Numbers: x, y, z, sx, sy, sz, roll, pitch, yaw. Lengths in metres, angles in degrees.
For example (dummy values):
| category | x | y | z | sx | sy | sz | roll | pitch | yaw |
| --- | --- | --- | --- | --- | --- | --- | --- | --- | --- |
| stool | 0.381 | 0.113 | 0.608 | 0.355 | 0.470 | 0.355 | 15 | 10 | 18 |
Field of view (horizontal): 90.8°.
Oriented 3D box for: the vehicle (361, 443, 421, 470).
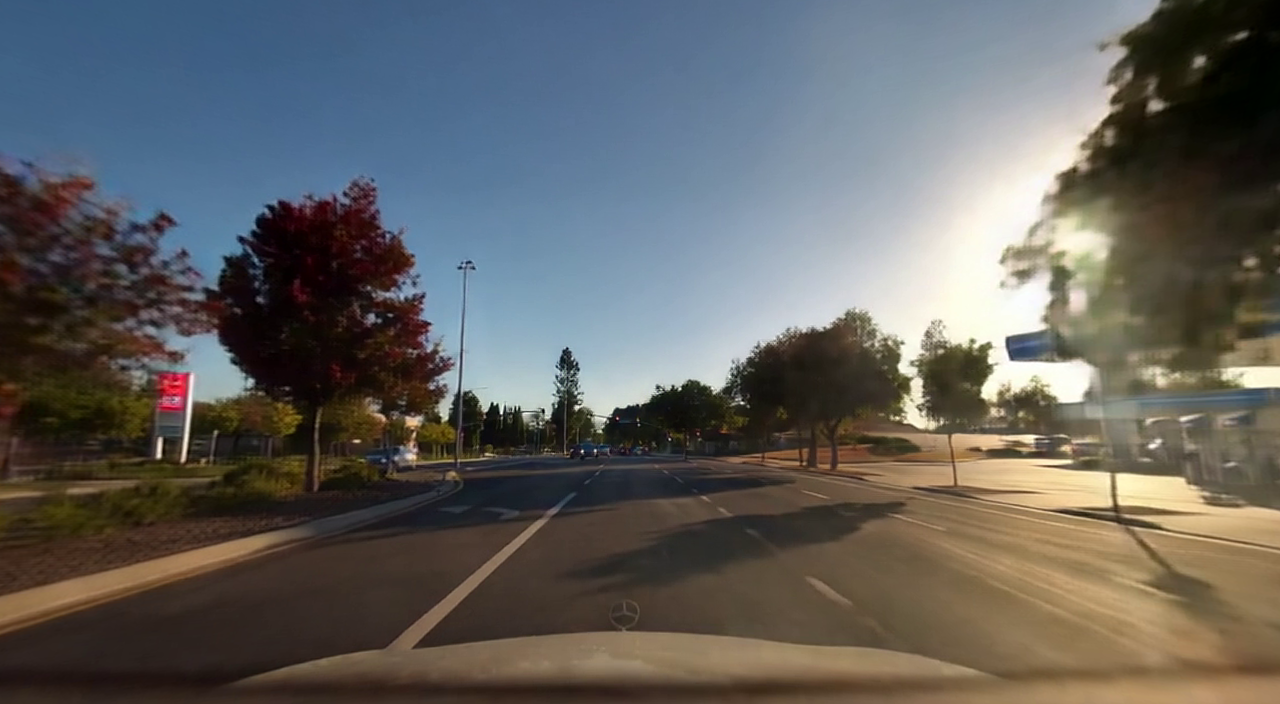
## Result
| category | x | y | z | sx | sy | sz | roll | pitch | yaw |
| --- | --- | --- | --- | --- | --- | --- | --- | --- | --- |
| vehicle | -15.760 | 6.625 | 40.219 | 1.916 | 1.620 | 4.408 | 0 | -8 | 1 |

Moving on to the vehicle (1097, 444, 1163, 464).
| category | x | y | z | sx | sy | sz | roll | pitch | yaw |
| --- | --- | --- | --- | --- | --- | --- | --- | --- | --- |
| vehicle | 36.545 | 7.619 | 47.225 | 1.665 | 1.442 | 3.759 | 1 | -8 | -4 |

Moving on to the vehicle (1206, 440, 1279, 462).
| category | x | y | z | sx | sy | sz | roll | pitch | yaw |
| --- | --- | --- | --- | --- | --- | --- | --- | --- | --- |
| vehicle | 45.297 | 7.357 | 47.257 | 1.825 | 1.570 | 4.351 | 0 | -8 | 0 |

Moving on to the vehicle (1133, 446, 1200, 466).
| category | x | y | z | sx | sy | sz | roll | pitch | yaw |
| --- | --- | --- | --- | --- | --- | --- | --- | --- | --- |
| vehicle | 39.004 | 7.701 | 46.881 | 1.653 | 1.421 | 3.632 | 0 | -9 | -4 |

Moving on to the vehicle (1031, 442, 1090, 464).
| category | x | y | z | sx | sy | sz | roll | pitch | yaw |
| --- | --- | --- | --- | --- | --- | --- | --- | --- | --- |
| vehicle | 30.883 | 7.462 | 46.486 | 1.591 | 1.491 | 4.005 | -2 | -9 | 1 |
